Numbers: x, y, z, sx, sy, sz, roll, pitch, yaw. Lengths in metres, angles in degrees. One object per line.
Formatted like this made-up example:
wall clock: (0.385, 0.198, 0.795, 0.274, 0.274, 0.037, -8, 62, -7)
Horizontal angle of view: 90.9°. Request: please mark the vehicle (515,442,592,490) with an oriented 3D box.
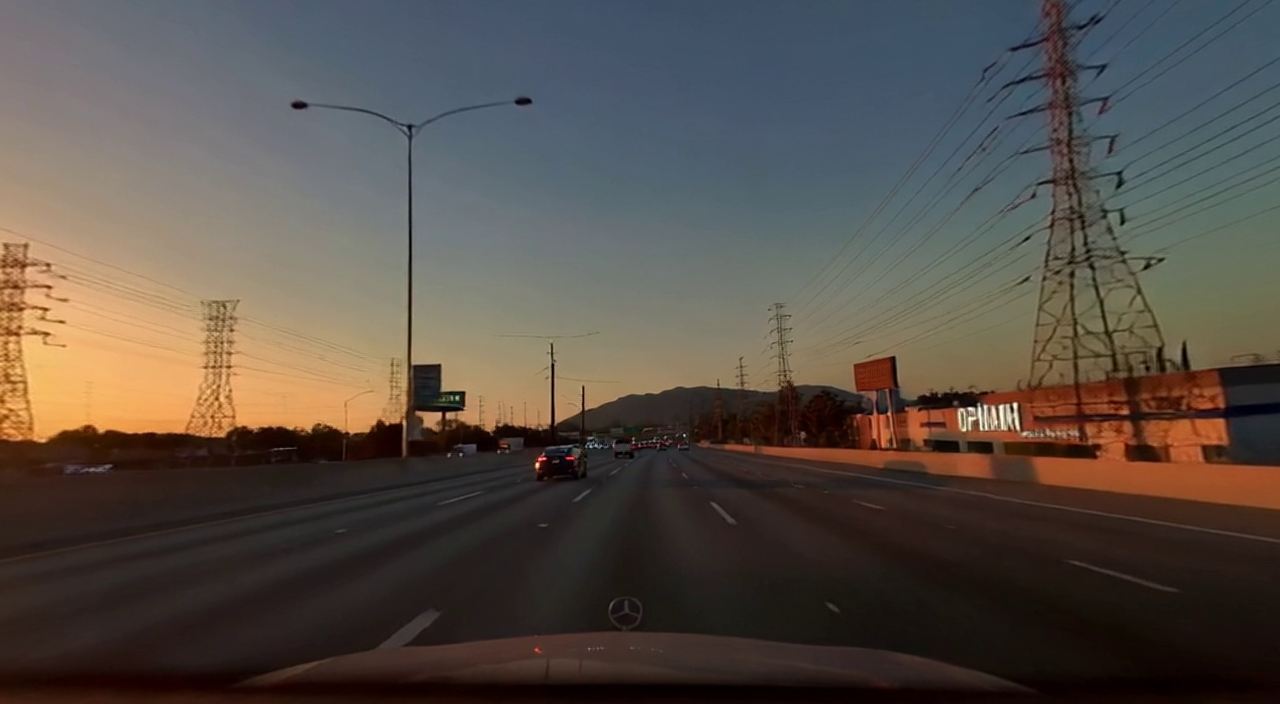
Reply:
vehicle: (-2.797, 3.776, 21.227, 1.891, 1.444, 3.968, -1, -8, 2)
